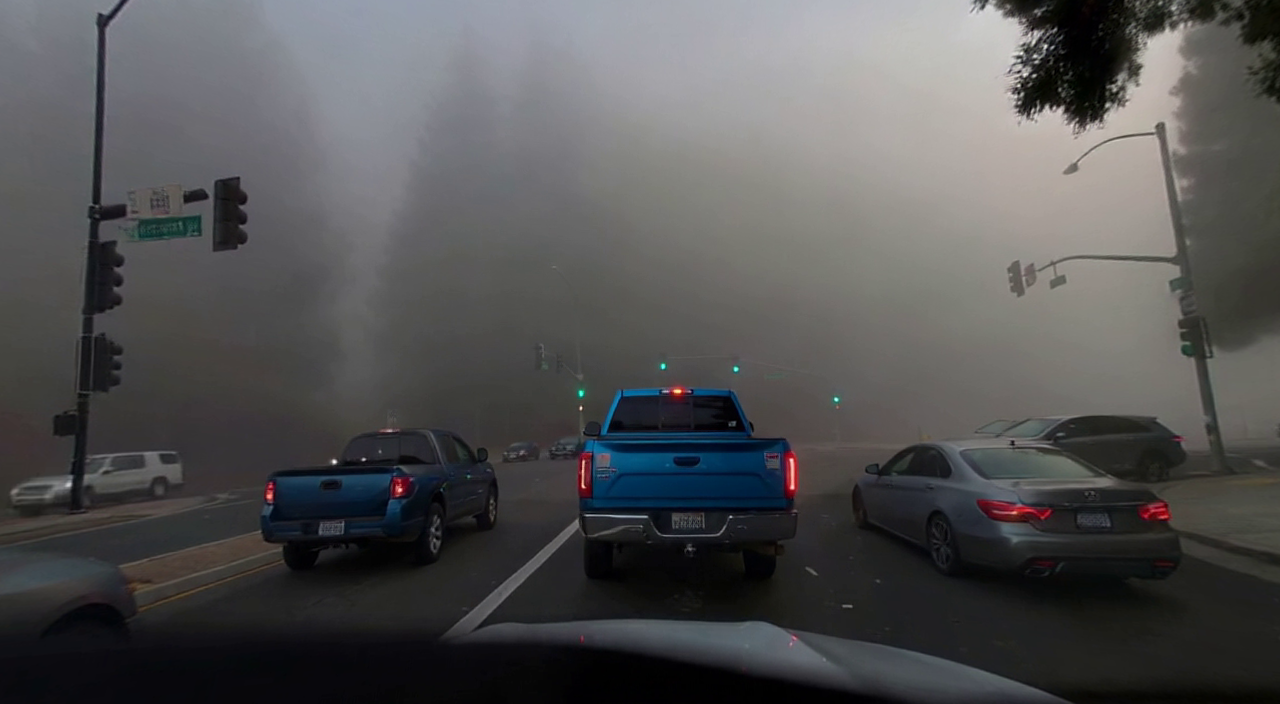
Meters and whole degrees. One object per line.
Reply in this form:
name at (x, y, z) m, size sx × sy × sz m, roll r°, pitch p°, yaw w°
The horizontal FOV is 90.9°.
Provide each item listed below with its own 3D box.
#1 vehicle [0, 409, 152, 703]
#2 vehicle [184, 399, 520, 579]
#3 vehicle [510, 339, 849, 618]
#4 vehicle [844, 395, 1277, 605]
vehicle at (-3.388, 0.708, 0.651) m, size 1.998 × 1.481 × 4.656 m, roll 0°, pitch -8°, yaw 1°
vehicle at (-3.287, 1.685, 8.584) m, size 2.125 × 1.739 × 4.707 m, roll 0°, pitch -8°, yaw 3°
vehicle at (0.331, 1.279, 7.165) m, size 2.505 × 2.084 × 4.768 m, roll 0°, pitch -8°, yaw 1°
vehicle at (4.041, 1.487, 7.191) m, size 1.984 × 1.659 × 4.226 m, roll 0°, pitch -8°, yaw 0°
